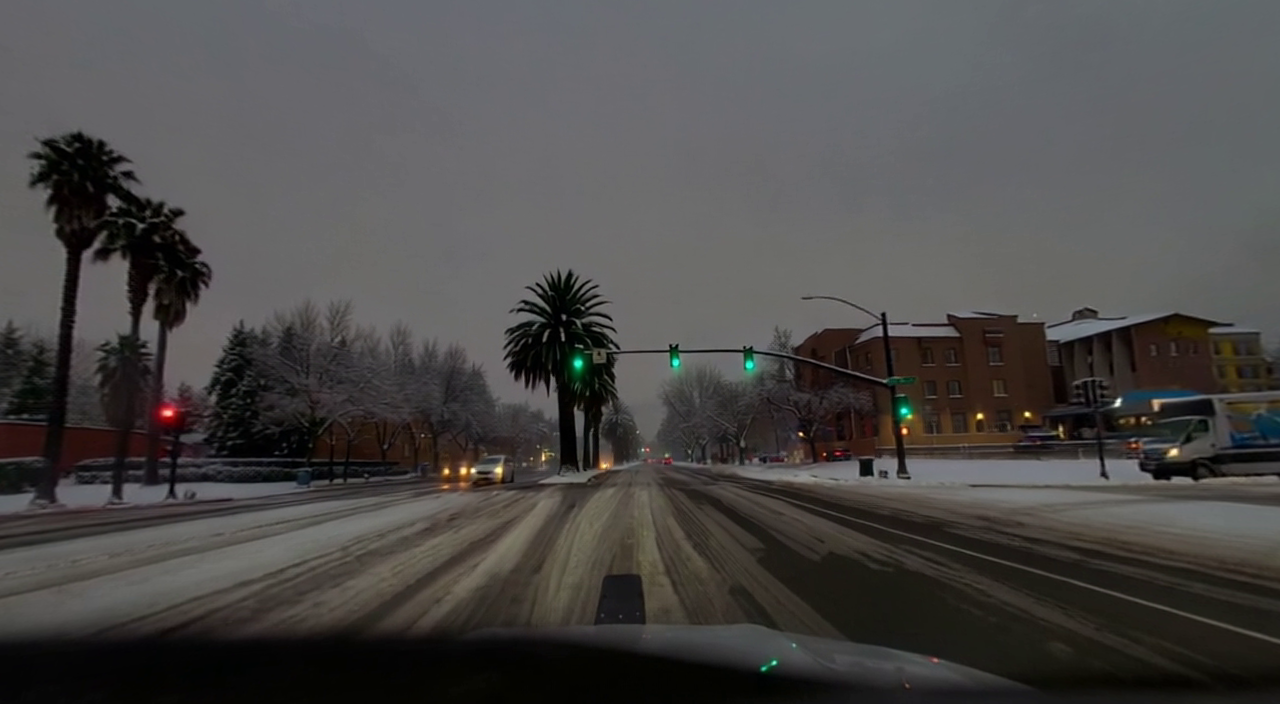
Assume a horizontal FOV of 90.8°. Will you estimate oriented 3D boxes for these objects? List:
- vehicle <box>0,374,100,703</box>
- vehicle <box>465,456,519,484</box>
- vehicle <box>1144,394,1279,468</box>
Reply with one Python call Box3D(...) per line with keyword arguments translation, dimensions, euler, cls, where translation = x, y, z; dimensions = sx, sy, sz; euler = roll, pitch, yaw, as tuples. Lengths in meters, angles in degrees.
Box3D(translation=(-3.873, 0.676, 1.059), dimensions=(2.026, 1.723, 4.832), euler=(1, -9, -6), cls="vehicle")
Box3D(translation=(-8.735, 6.984, 37.608), dimensions=(2.095, 1.482, 4.523), euler=(0, -9, 0), cls="vehicle")
Box3D(translation=(32.767, 4.284, 33.720), dimensions=(2.863, 3.609, 10.252), euler=(0, -9, -3), cls="vehicle")
